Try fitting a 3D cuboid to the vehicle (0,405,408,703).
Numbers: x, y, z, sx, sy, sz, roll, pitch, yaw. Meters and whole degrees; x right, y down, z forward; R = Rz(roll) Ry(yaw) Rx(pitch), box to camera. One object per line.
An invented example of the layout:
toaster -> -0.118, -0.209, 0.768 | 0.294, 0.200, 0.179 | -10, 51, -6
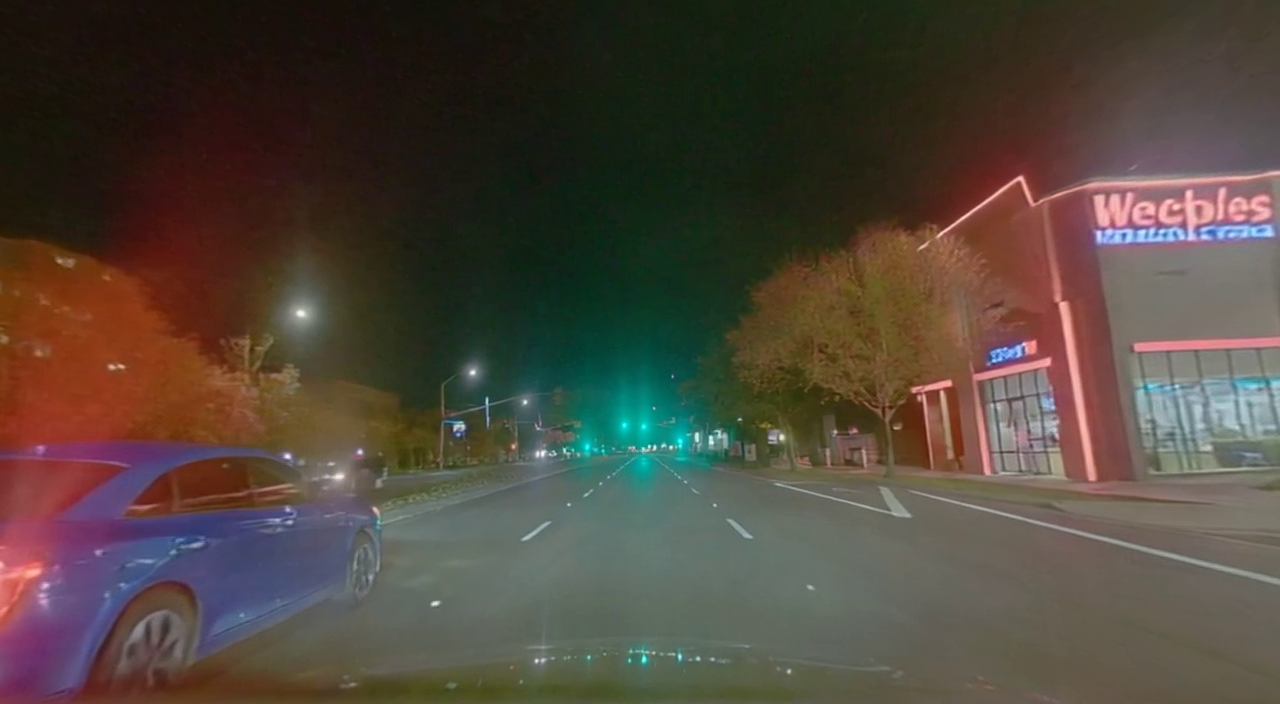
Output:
vehicle -> -3.008, 1.047, 2.887 | 2.082, 1.460, 4.636 | 0, -8, 1
